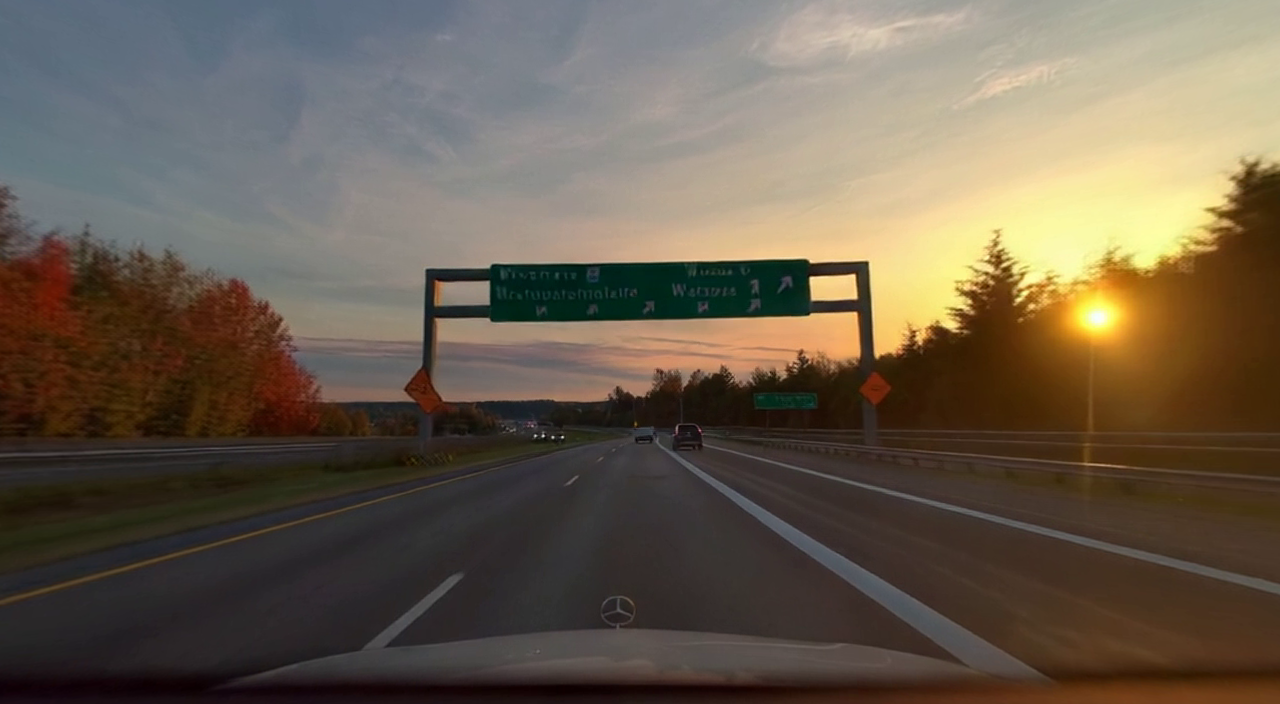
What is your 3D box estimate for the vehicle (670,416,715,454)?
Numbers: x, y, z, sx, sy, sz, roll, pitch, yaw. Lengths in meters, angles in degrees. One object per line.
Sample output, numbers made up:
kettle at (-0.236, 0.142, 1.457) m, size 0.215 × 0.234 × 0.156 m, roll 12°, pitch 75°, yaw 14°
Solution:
vehicle at (3.367, 5.459, 41.306) m, size 2.450 × 2.314 × 4.753 m, roll 0°, pitch -8°, yaw -1°
